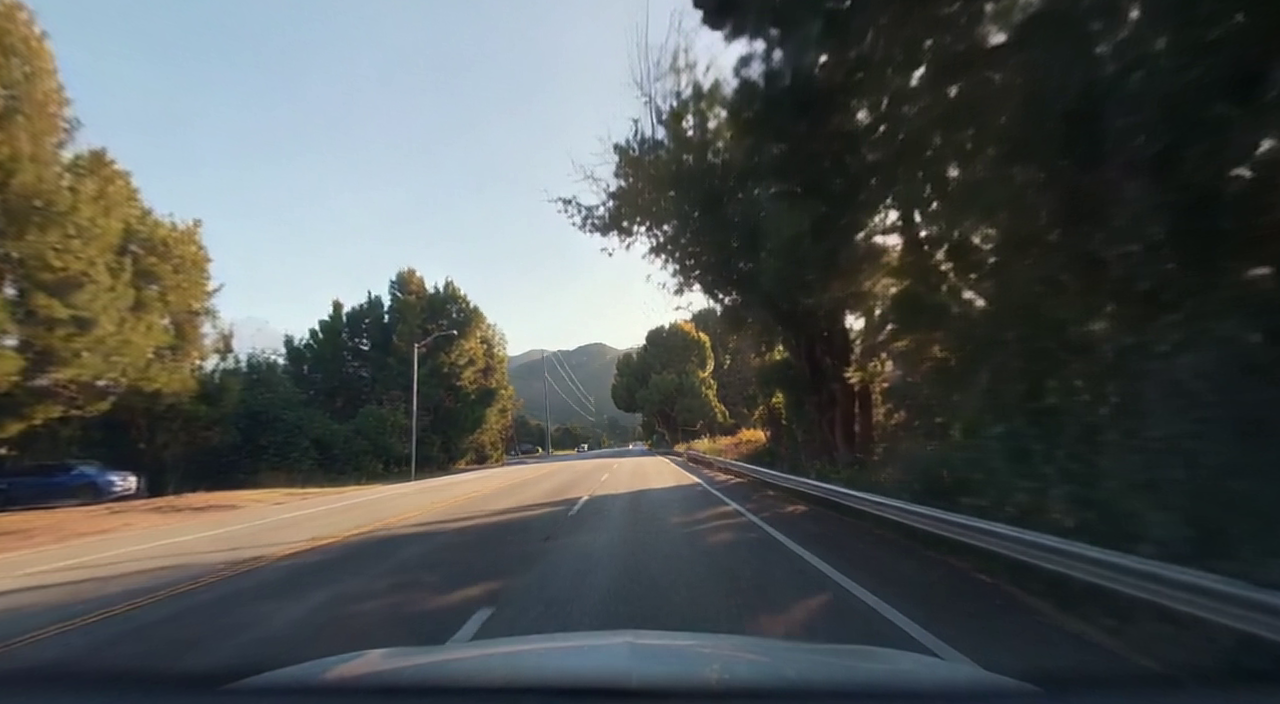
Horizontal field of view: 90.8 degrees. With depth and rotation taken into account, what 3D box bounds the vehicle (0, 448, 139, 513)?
[{"bbox_3d":[-20.549,4.469,21.896,4.655,1.832,2.227,-5,-7,2],"label":"vehicle"}]
